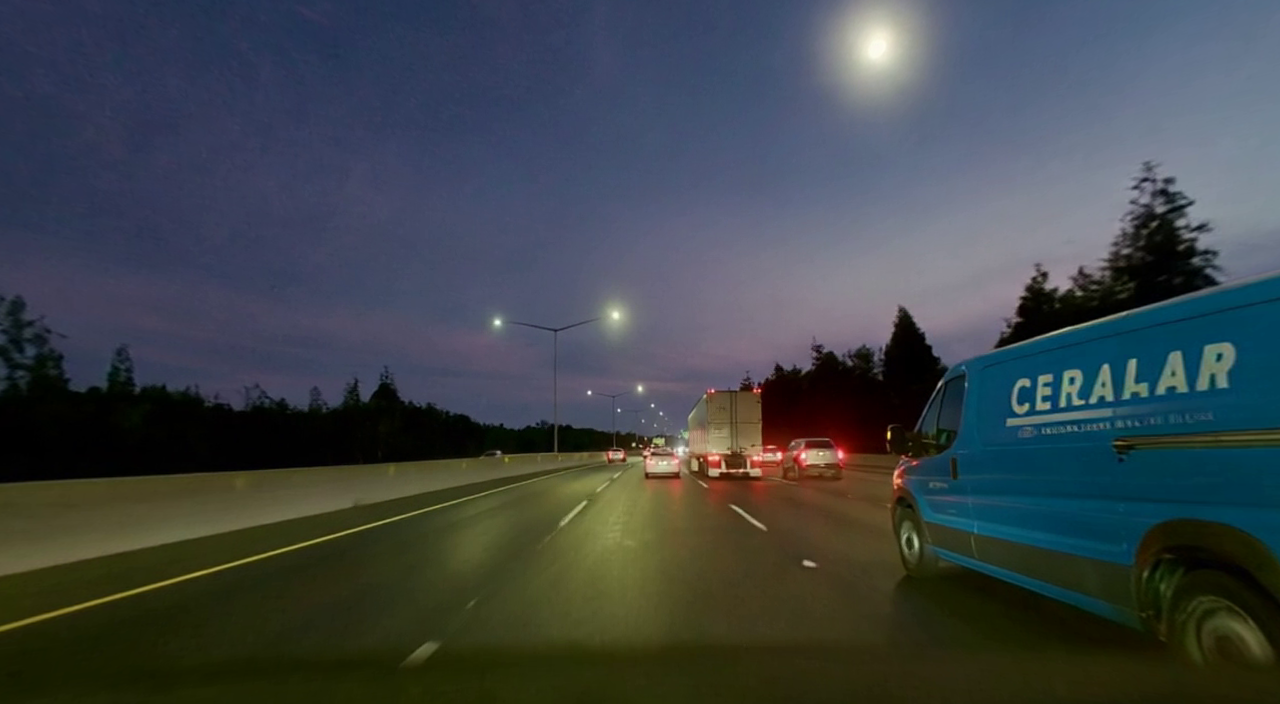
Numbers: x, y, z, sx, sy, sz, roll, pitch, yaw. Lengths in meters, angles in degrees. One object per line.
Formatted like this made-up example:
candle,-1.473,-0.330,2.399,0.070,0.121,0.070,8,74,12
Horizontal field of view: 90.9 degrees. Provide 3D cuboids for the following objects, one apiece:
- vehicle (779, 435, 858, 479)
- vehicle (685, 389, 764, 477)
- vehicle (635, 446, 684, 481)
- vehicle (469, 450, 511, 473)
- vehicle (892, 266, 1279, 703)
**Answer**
vehicle,7.847,4.668,28.186,2.144,1.769,4.540,0,-9,0
vehicle,4.393,4.717,35.771,2.821,4.077,12.562,0,-9,0
vehicle,0.813,5.099,29.236,2.063,1.469,4.208,0,-9,-1
vehicle,-11.652,8.499,49.356,2.058,1.678,4.584,0,-9,1
vehicle,3.792,0.797,3.383,2.441,2.017,5.739,0,-9,0
